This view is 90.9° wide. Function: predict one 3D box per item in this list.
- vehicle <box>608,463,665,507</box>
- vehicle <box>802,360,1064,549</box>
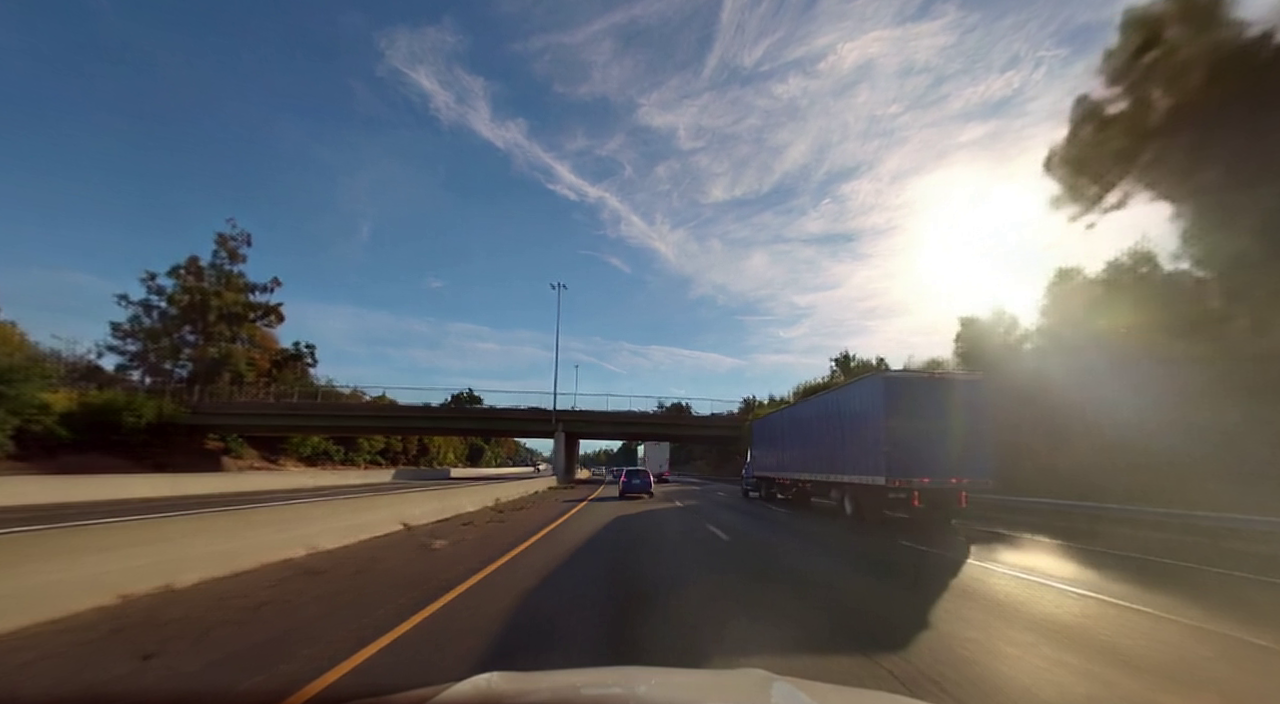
[{"bbox_3d":[-0.141,5.133,24.504,2.067,1.552,3.601,1,-11,-1],"label":"vehicle"},{"bbox_3d":[6.814,2.748,16.563,2.839,3.684,8.091,1,-11,-1],"label":"vehicle"}]
